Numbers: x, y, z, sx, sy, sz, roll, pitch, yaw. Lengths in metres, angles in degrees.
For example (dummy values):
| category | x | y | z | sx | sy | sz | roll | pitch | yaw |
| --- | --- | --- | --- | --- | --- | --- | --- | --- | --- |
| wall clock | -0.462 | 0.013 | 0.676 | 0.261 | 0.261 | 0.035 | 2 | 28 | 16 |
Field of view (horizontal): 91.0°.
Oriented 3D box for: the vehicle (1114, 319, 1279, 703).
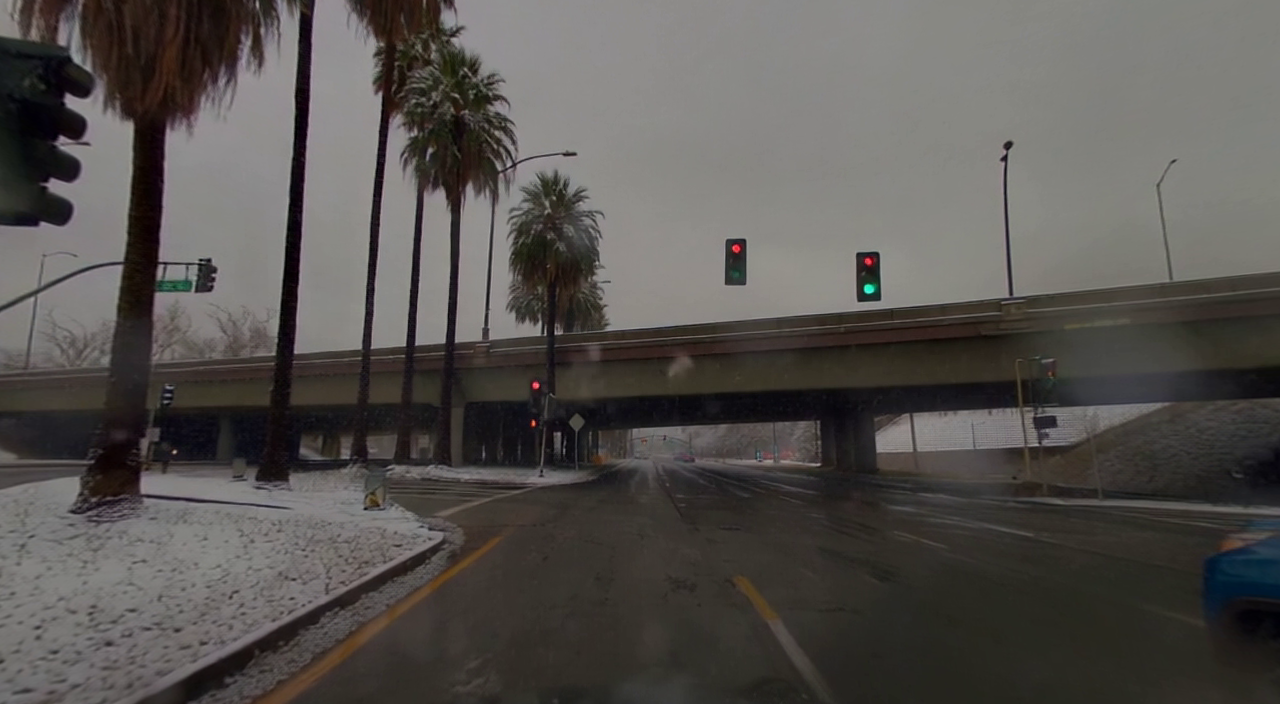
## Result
| category | x | y | z | sx | sy | sz | roll | pitch | yaw |
| --- | --- | --- | --- | --- | --- | --- | --- | --- | --- |
| vehicle | 3.452 | 0.523 | 0.766 | 2.028 | 1.770 | 4.737 | 0 | -9 | 0 |

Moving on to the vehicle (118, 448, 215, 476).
| category | x | y | z | sx | sy | sz | roll | pitch | yaw |
| --- | --- | --- | --- | --- | --- | --- | --- | --- | --- |
| vehicle | -26.577 | 6.177 | 35.530 | 1.830 | 1.443 | 4.551 | 0 | -9 | 2 |

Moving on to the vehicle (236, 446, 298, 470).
| category | x | y | z | sx | sy | sz | roll | pitch | yaw |
| --- | --- | --- | --- | --- | --- | --- | --- | --- | --- |
| vehicle | -26.275 | 7.450 | 44.499 | 1.941 | 1.631 | 4.017 | 0 | -9 | 0 |
